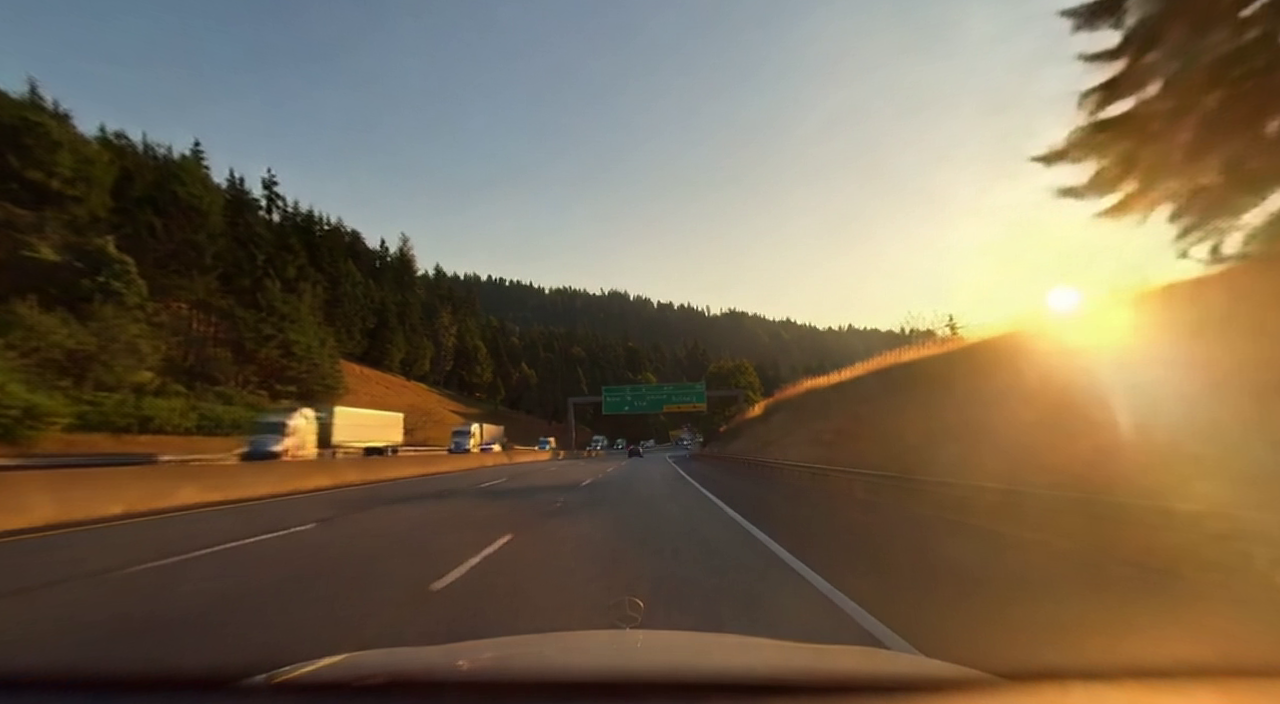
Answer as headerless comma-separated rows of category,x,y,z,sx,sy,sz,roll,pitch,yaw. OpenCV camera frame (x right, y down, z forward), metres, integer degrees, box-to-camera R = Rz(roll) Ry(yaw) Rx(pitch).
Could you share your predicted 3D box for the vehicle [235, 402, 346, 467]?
vehicle,-22.843,5.531,41.731,2.953,3.915,7.157,0,-9,1
